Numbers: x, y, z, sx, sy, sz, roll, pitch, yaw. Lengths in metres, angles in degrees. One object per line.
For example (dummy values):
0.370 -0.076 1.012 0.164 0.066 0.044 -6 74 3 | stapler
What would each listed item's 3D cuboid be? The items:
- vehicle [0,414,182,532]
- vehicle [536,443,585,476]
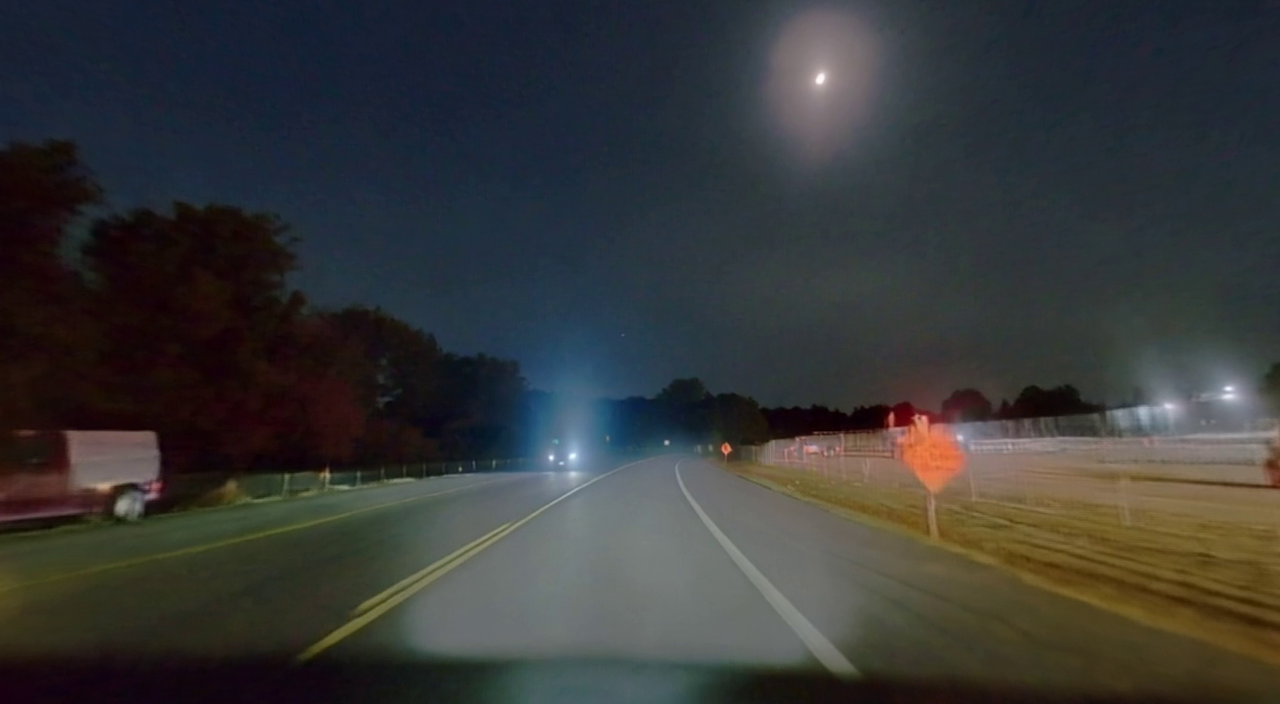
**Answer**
-12.237 2.338 12.336 2.244 2.022 6.102 -2 -8 -2 | vehicle
-3.884 5.345 31.518 1.737 1.525 3.760 -1 -9 4 | vehicle
